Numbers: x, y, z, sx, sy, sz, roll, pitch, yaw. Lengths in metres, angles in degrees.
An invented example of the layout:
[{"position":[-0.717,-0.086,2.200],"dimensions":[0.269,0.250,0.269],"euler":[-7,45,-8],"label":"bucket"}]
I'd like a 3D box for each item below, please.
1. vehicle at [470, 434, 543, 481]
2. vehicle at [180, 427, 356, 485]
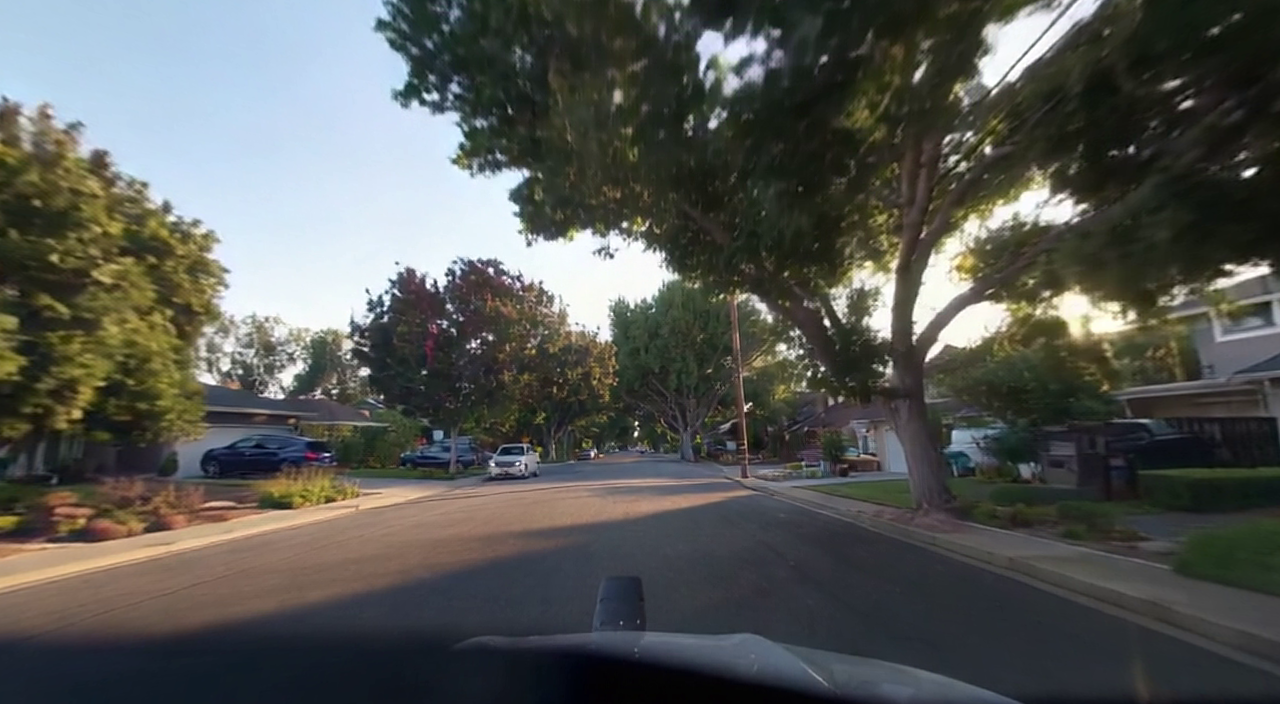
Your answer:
[{"position":[-6.832,5.560,33.252],"dimensions":[2.739,2.164,6.065],"euler":[-1,-10,-2],"label":"vehicle"},{"position":[-13.505,3.801,23.200],"dimensions":[5.033,1.997,2.126],"euler":[0,-9,-1],"label":"vehicle"}]
